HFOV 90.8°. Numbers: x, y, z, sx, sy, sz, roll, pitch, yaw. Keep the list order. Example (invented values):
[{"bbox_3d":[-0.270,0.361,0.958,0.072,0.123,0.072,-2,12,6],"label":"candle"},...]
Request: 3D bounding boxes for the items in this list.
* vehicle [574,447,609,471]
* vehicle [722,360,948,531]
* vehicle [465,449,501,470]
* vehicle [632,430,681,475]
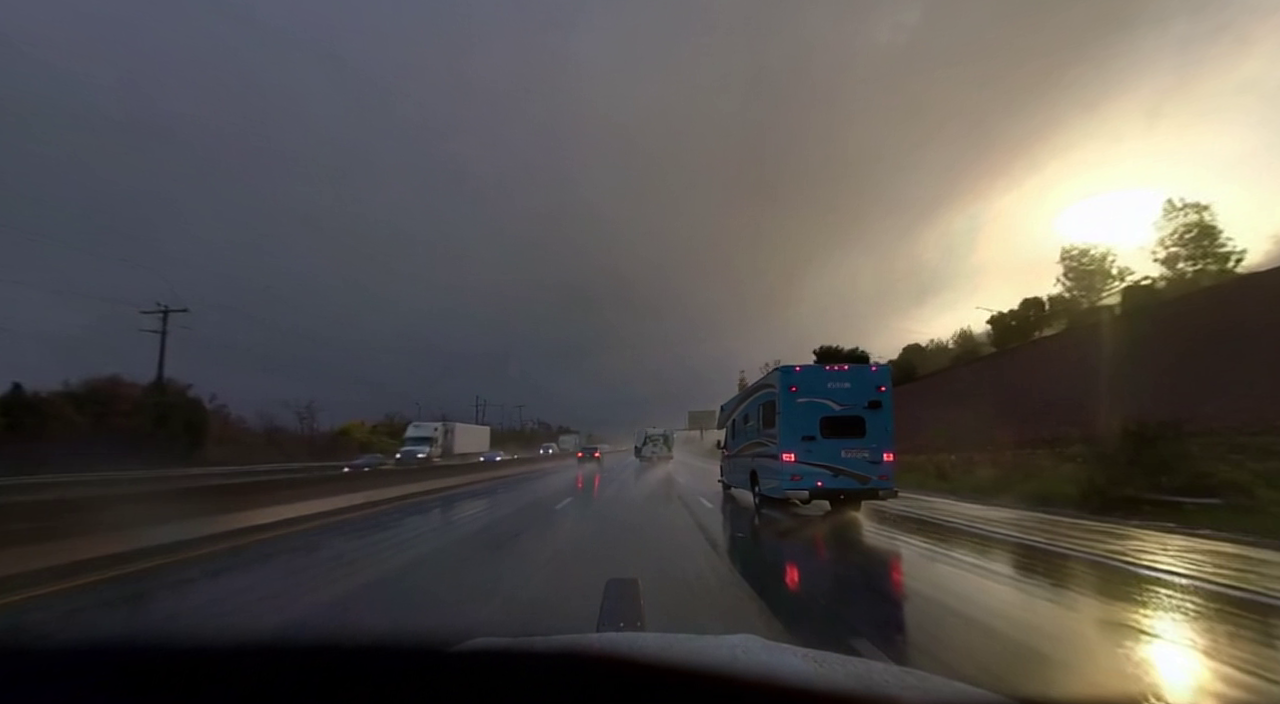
[{"bbox_3d":[-3.306,7.367,43.659,1.959,1.502,4.559,0,-9,1],"label":"vehicle"},{"bbox_3d":[3.785,2.128,14.438,2.607,2.910,7.252,0,-9,-2],"label":"vehicle"},{"bbox_3d":[-11.381,7.808,45.843,1.642,1.440,3.574,-1,-9,1],"label":"vehicle"},{"bbox_3d":[0.848,5.629,35.314,2.524,2.310,4.986,0,-9,0],"label":"vehicle"}]
